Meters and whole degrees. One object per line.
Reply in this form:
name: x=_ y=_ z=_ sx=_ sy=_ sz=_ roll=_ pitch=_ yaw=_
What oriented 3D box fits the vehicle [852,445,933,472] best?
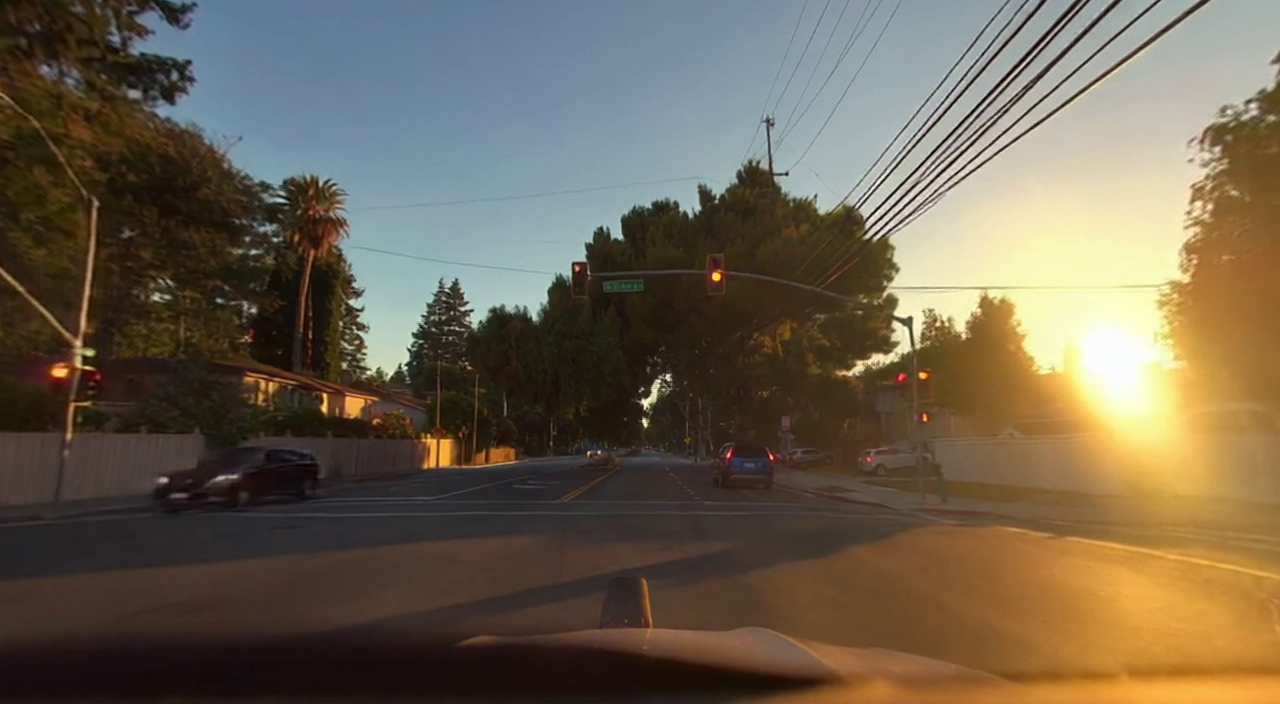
vehicle: x=15.516 y=6.525 z=38.856 sx=4.135 sy=1.558 sz=1.929 roll=0 pitch=-8 yaw=3

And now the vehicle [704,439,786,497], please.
vehicle: x=3.664 y=4.146 z=22.993 sx=2.144 sy=1.843 sz=4.827 roll=0 pitch=-9 yaw=0

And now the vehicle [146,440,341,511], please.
vehicle: x=-10.312 y=3.226 z=16.960 sx=2.241 sy=1.620 sz=4.511 roll=-1 pitch=-9 yaw=1
